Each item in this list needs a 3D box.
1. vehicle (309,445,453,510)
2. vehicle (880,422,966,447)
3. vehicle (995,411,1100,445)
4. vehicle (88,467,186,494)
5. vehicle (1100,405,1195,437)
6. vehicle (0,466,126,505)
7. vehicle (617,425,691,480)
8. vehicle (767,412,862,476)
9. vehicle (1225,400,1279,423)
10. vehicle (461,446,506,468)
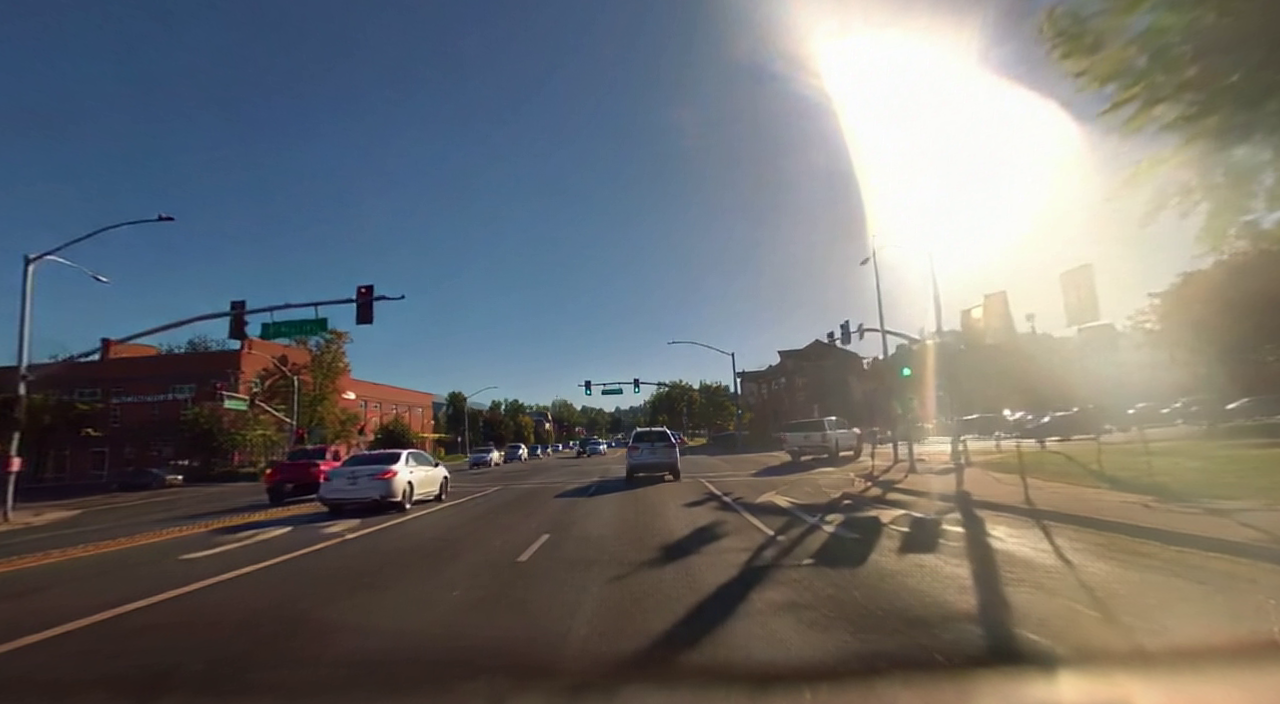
[{"bbox_3d":[-6.634,3.221,16.797,1.966,1.461,4.422,0,-8,0],"label":"vehicle"},{"bbox_3d":[17.693,5.175,39.568,4.430,1.480,1.923,0,-8,-1],"label":"vehicle"},{"bbox_3d":[22.188,4.165,34.433,4.386,1.760,2.228,1,-8,-11],"label":"vehicle"},{"bbox_3d":[-30.497,7.785,38.293,4.269,1.436,1.976,0,-8,2],"label":"vehicle"},{"bbox_3d":[34.455,4.701,42.883,4.819,1.562,1.877,-6,-8,-3],"label":"vehicle"},{"bbox_3d":[-29.802,6.815,32.374,4.890,1.806,2.205,0,-8,2],"label":"vehicle"},{"bbox_3d":[0.459,3.820,24.260,2.513,1.854,5.235,0,-8,0],"label":"vehicle"},{"bbox_3d":[6.945,3.555,24.545,2.452,2.148,5.877,-4,-9,26],"label":"vehicle"},{"bbox_3d":[43.587,4.106,43.483,4.379,1.492,1.995,0,-8,0],"label":"vehicle"},{"bbox_3d":[-11.208,7.539,45.443,2.016,1.468,4.612,0,-8,0],"label":"vehicle"}]
